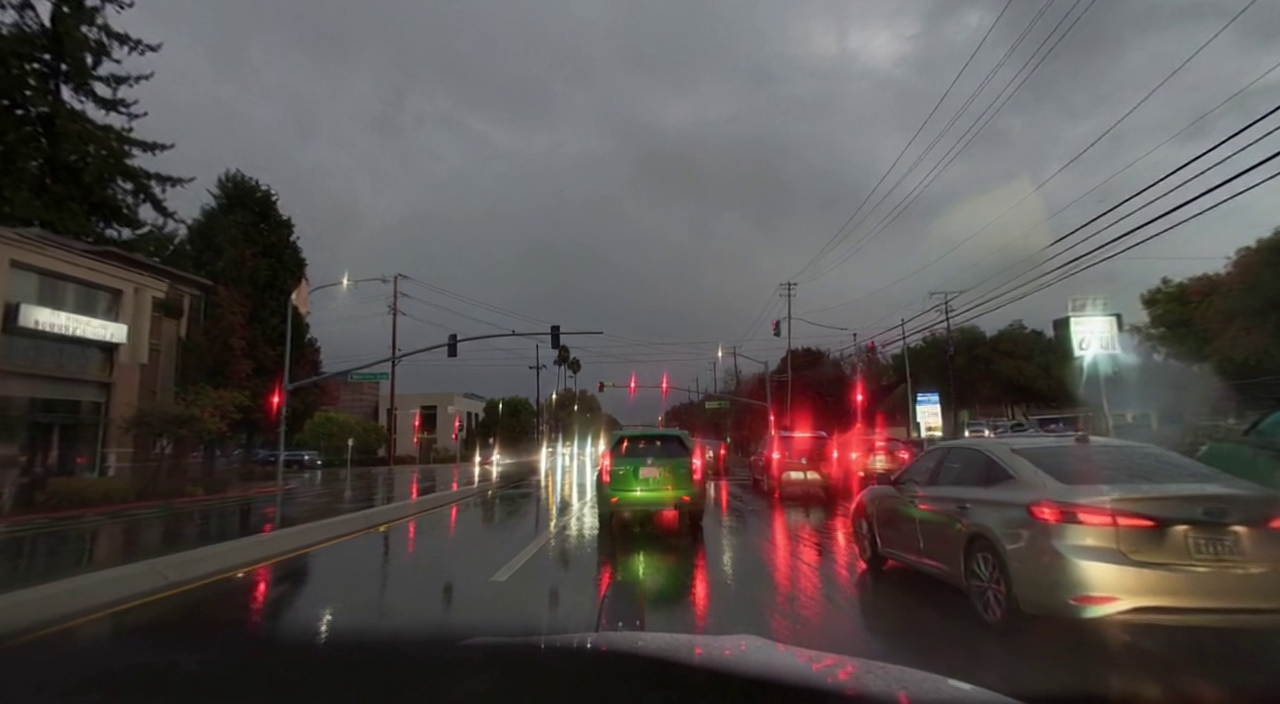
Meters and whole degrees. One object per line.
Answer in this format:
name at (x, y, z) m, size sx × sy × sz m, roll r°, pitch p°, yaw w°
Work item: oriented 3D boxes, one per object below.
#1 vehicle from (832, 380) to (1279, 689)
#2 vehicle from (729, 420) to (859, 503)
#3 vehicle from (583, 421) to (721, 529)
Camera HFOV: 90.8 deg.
vehicle at (3.339, 1.273, 5.526) m, size 1.998 × 1.620 × 4.267 m, roll 0°, pitch -9°, yaw 1°
vehicle at (3.698, 2.747, 16.229) m, size 2.060 × 1.789 × 4.712 m, roll 0°, pitch -9°, yaw -1°
vehicle at (0.185, 2.216, 11.891) m, size 2.149 × 1.668 × 3.962 m, roll 0°, pitch -9°, yaw 0°
